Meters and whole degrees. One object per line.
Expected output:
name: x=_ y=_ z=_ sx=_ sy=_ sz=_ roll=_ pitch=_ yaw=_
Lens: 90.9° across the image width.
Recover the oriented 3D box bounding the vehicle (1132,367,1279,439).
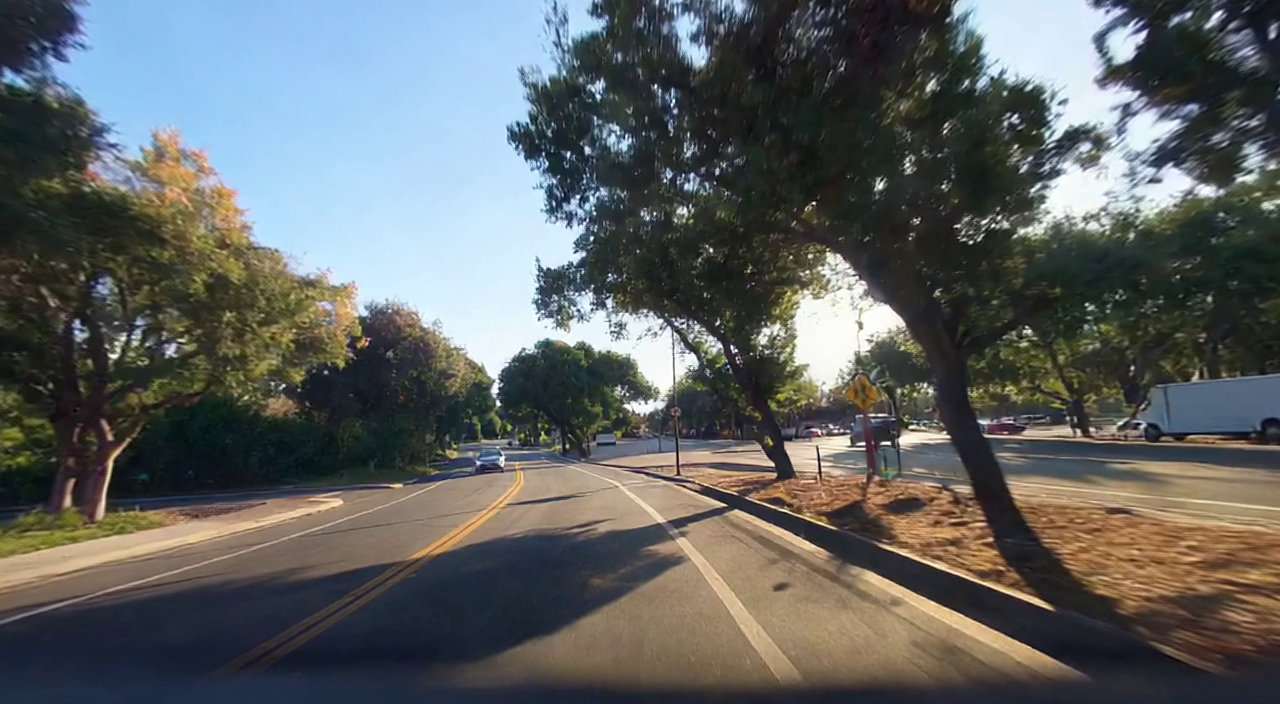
vehicle: x=33.281 y=2.505 z=32.315 sx=12.214 sy=3.426 sz=2.921 roll=-9 pitch=-9 yaw=41

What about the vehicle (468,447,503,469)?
vehicle: x=-10.692 y=7.357 z=43.968 sx=2.125 sy=1.440 sz=4.450 roll=1 pitch=-8 yaw=-11
